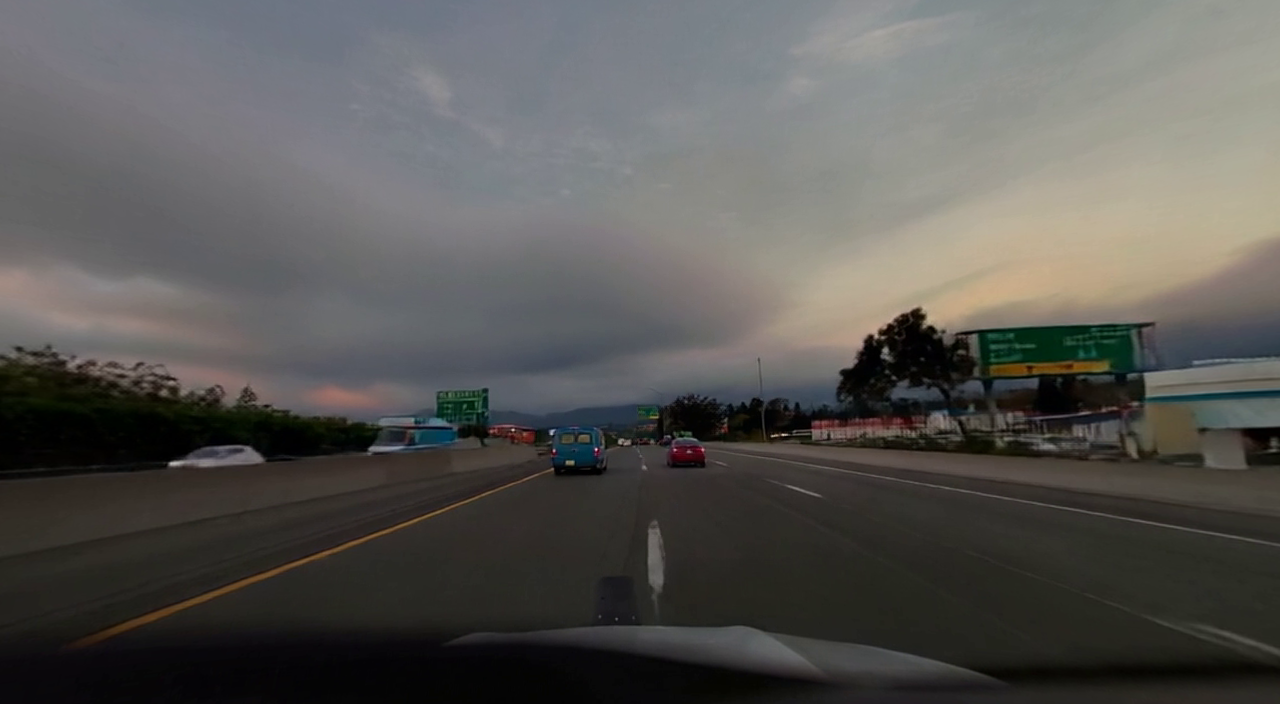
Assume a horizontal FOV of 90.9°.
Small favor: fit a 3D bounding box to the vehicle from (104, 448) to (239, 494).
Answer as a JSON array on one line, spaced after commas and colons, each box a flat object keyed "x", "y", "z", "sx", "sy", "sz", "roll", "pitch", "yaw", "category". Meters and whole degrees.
[{"x": -17.374, "y": 4.410, "z": 23.661, "sx": 1.857, "sy": 1.465, "sz": 4.112, "roll": 0, "pitch": -8, "yaw": 1, "category": "vehicle"}]

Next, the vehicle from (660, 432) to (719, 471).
[{"x": 2.093, "y": 4.362, "z": 27.939, "sx": 2.151, "sy": 1.550, "sz": 4.694, "roll": 0, "pitch": -8, "yaw": -1, "category": "vehicle"}]

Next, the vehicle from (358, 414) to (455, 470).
[{"x": -13.610, "y": 5.292, "z": 37.431, "sx": 2.886, "sy": 2.972, "sz": 7.198, "roll": 0, "pitch": -8, "yaw": 1, "category": "vehicle"}]

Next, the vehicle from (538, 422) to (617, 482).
[{"x": -1.884, "y": 3.178, "z": 20.452, "sx": 2.061, "sy": 1.732, "sz": 4.457, "roll": 0, "pitch": -8, "yaw": 1, "category": "vehicle"}]
